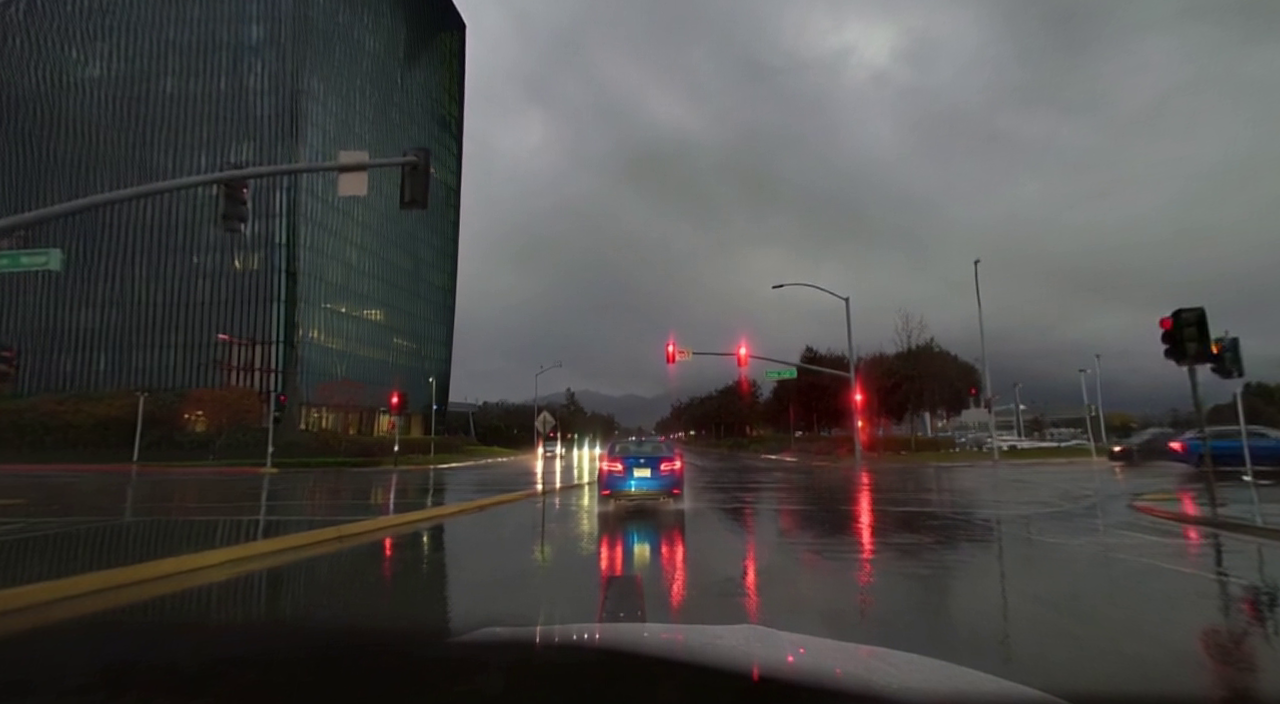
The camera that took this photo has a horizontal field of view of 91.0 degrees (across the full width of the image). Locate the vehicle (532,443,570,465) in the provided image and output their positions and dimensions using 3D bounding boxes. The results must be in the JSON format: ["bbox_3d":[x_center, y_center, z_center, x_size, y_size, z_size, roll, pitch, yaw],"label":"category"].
[{"bbox_3d":[-6.700,7.742,47.834,2.113,1.535,4.504,0,-9,2],"label":"vehicle"}]

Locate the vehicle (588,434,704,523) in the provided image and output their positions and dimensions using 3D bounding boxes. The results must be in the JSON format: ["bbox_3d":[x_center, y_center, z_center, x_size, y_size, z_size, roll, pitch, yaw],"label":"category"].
[{"bbox_3d":[0.212,2.524,13.129,2.014,1.525,4.197,0,-9,3],"label":"vehicle"}]

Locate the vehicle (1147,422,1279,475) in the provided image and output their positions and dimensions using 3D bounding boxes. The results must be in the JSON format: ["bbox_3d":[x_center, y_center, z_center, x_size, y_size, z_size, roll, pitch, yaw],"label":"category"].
[{"bbox_3d":[21.133,3.384,22.099,4.739,1.749,2.174,0,-9,-1],"label":"vehicle"}]
